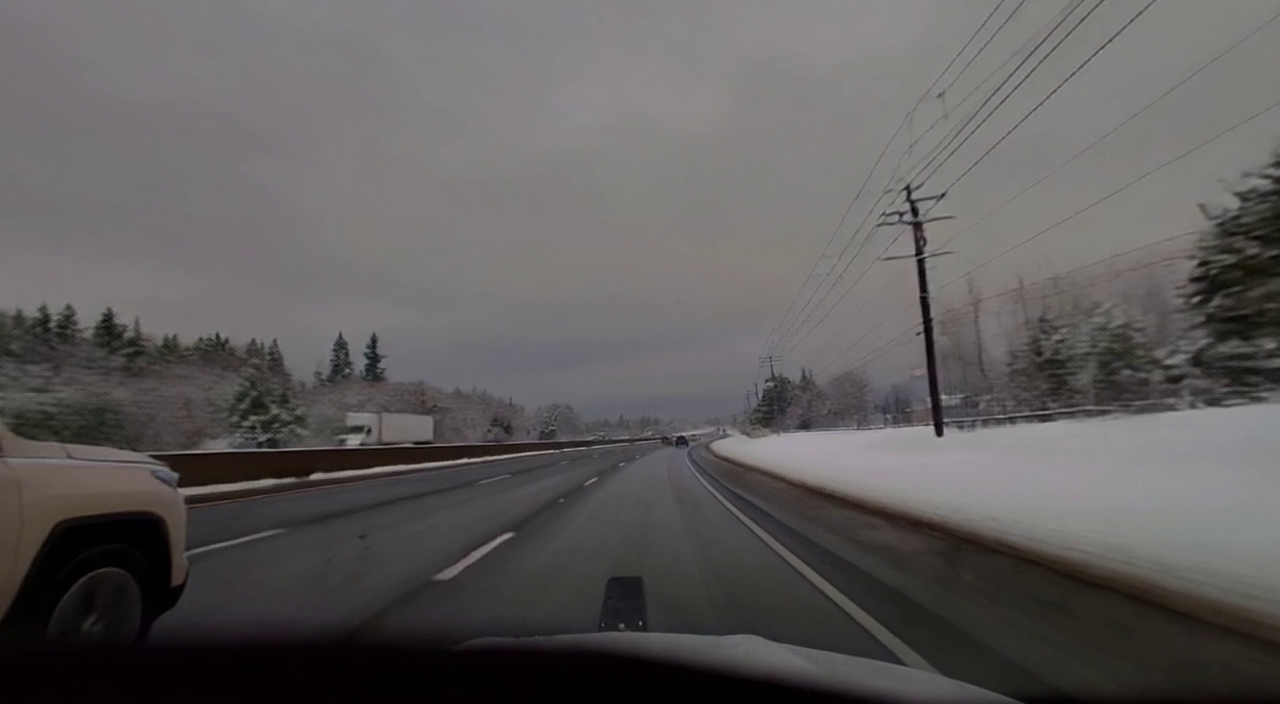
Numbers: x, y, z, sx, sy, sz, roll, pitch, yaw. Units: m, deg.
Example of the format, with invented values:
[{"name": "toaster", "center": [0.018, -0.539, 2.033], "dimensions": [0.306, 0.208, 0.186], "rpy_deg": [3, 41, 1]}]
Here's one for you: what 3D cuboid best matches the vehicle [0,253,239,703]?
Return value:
[{"name": "vehicle", "center": [-3.455, 0.447, 1.105], "dimensions": [2.136, 1.975, 5.037], "rpy_deg": [0, -8, 0]}]
